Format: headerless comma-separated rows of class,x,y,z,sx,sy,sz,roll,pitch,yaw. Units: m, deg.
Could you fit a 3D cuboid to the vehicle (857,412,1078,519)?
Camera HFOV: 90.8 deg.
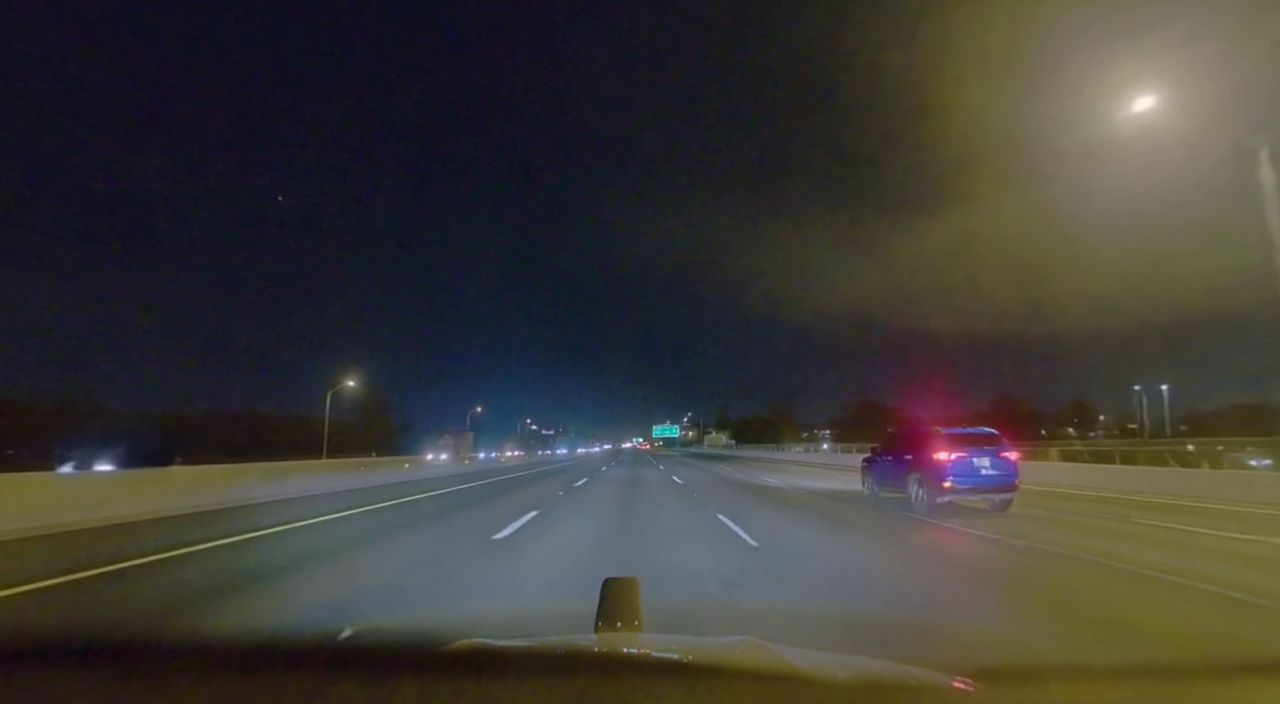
vehicle,6.705,2.387,13.735,2.222,1.899,4.595,0,-8,-1

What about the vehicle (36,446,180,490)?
vehicle,-25.964,5.621,31.197,2.307,1.950,5.571,0,-8,-1
